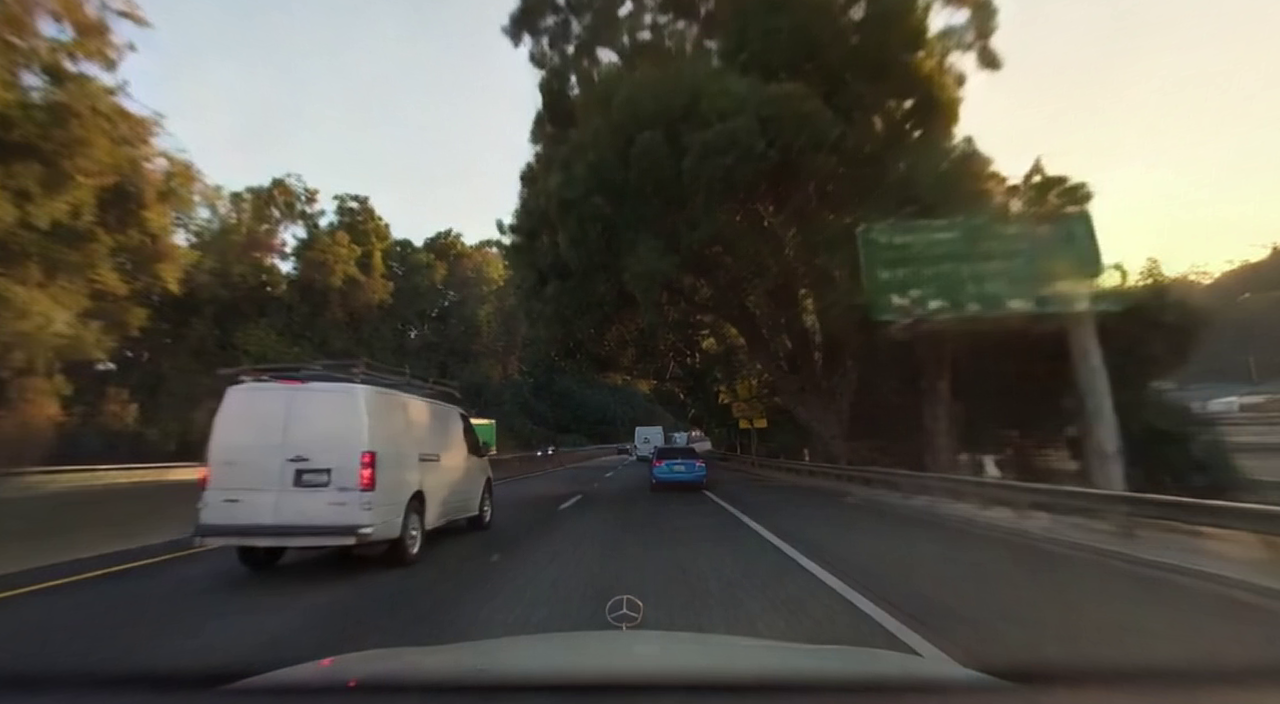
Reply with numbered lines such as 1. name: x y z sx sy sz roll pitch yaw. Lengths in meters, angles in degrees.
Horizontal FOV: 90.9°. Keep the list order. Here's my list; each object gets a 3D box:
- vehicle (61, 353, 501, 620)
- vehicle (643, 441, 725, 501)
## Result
1. vehicle: -3.285 1.397 7.369 2.217 2.033 4.975 0 -9 -1
2. vehicle: 1.100 3.249 17.545 2.012 1.485 3.649 0 -9 0
